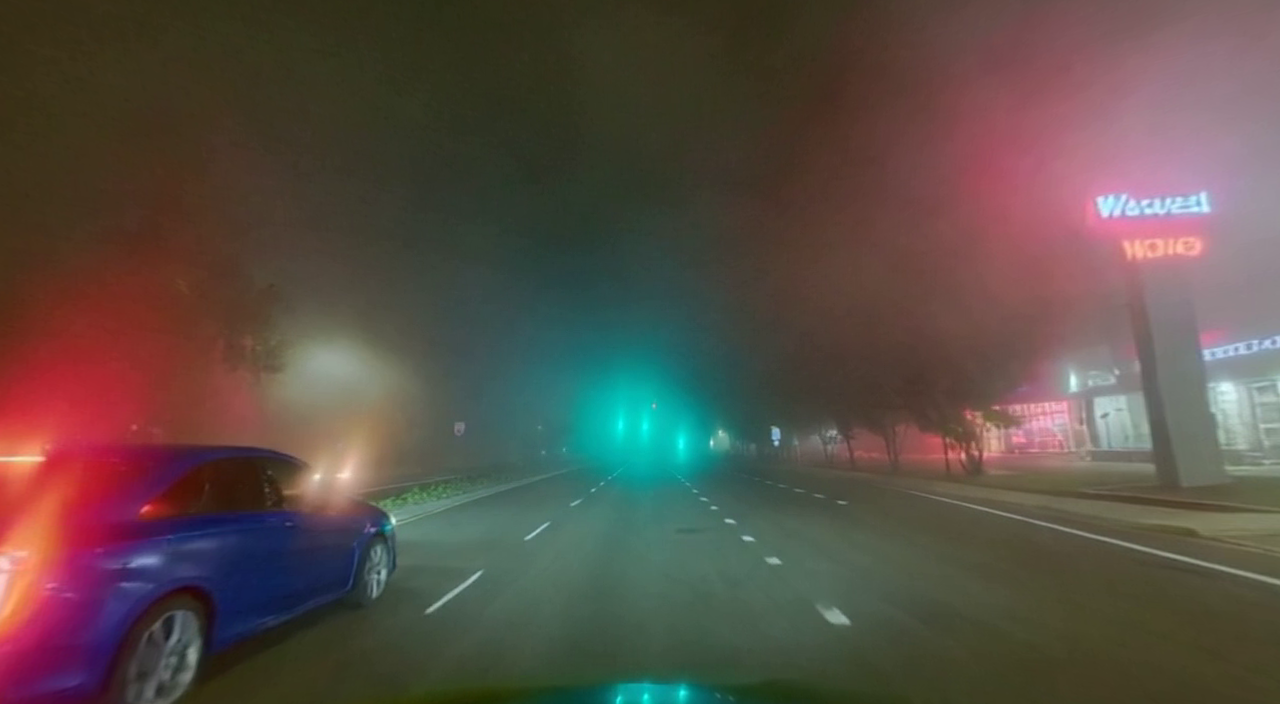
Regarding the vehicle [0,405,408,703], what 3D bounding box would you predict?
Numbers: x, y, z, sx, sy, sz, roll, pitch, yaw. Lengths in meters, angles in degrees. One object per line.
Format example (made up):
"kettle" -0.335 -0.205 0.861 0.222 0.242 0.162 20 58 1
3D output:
"vehicle" -3.008 1.047 2.887 2.082 1.460 4.636 0 -8 1
